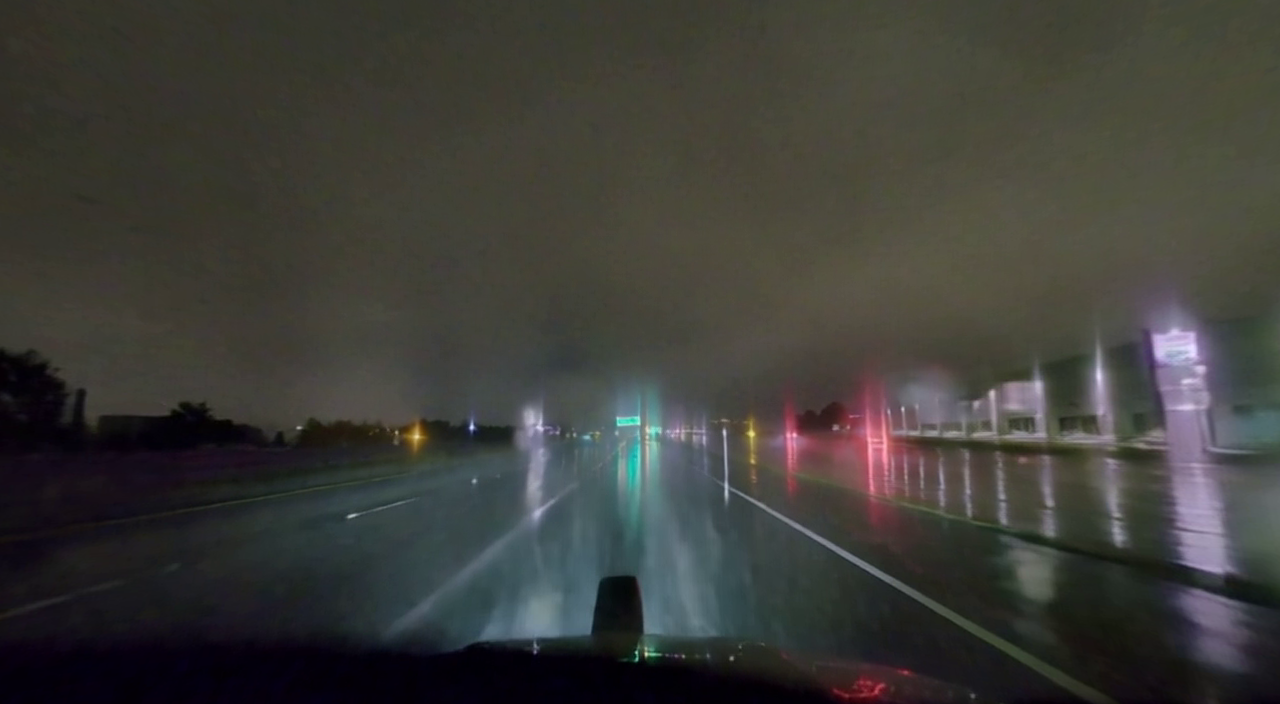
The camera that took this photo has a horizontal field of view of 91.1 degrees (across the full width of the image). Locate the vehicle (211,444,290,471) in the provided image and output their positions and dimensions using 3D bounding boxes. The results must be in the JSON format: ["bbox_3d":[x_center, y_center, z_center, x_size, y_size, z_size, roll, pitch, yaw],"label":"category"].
[{"bbox_3d":[-23.861,6.447,38.697,1.910,1.536,4.502,0,-8,1],"label":"vehicle"}]
